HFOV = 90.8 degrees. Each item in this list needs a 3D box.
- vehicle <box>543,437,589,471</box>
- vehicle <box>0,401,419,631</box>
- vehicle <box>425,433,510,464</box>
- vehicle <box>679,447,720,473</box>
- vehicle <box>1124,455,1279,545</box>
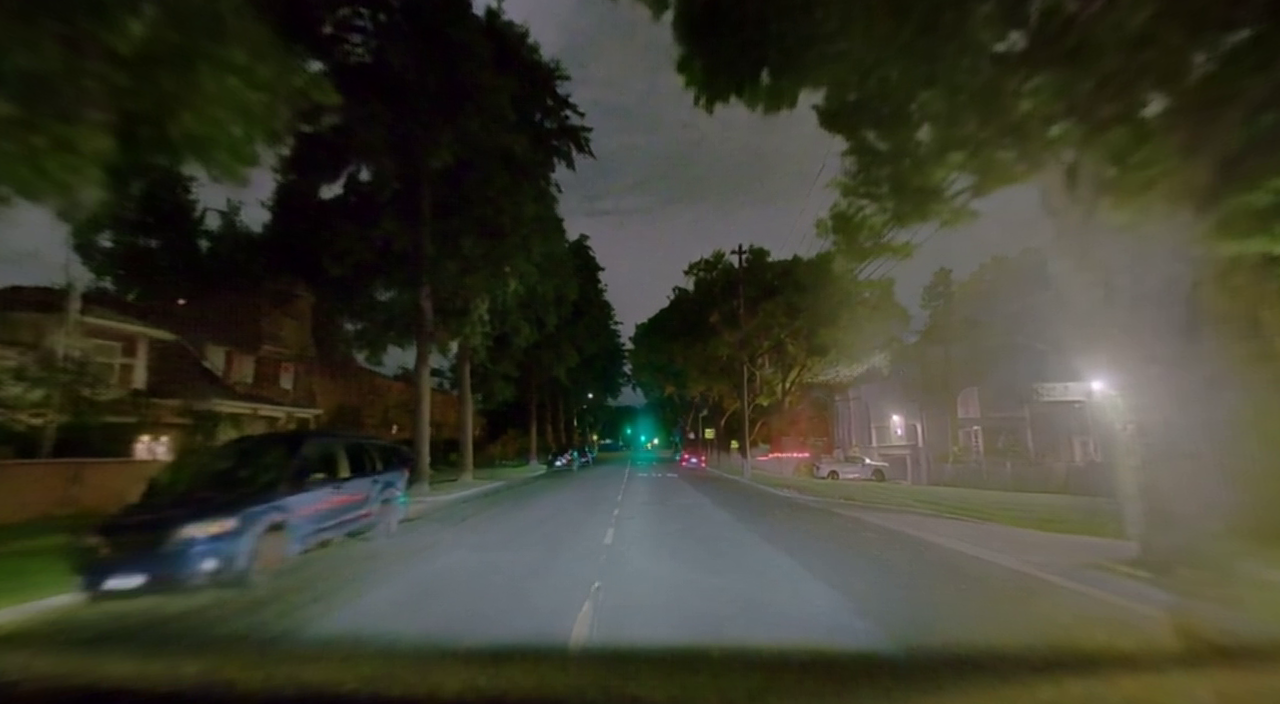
[{"bbox_3d":[-4.562,6.472,39.725,2.155,1.907,5.100,-3,-11,1],"label":"vehicle"},{"bbox_3d":[-4.508,1.680,7.525,2.093,1.810,4.555,-2,-8,1],"label":"vehicle"},{"bbox_3d":[-11.937,6.717,43.982,5.234,2.076,2.197,0,-8,2],"label":"vehicle"},{"bbox_3d":[3.783,6.919,40.848,2.047,1.532,4.350,0,-8,-2],"label":"vehicle"},{"bbox_3d":[12.192,2.953,13.221,4.242,1.503,1.922,6,-10,-34],"label":"vehicle"}]
